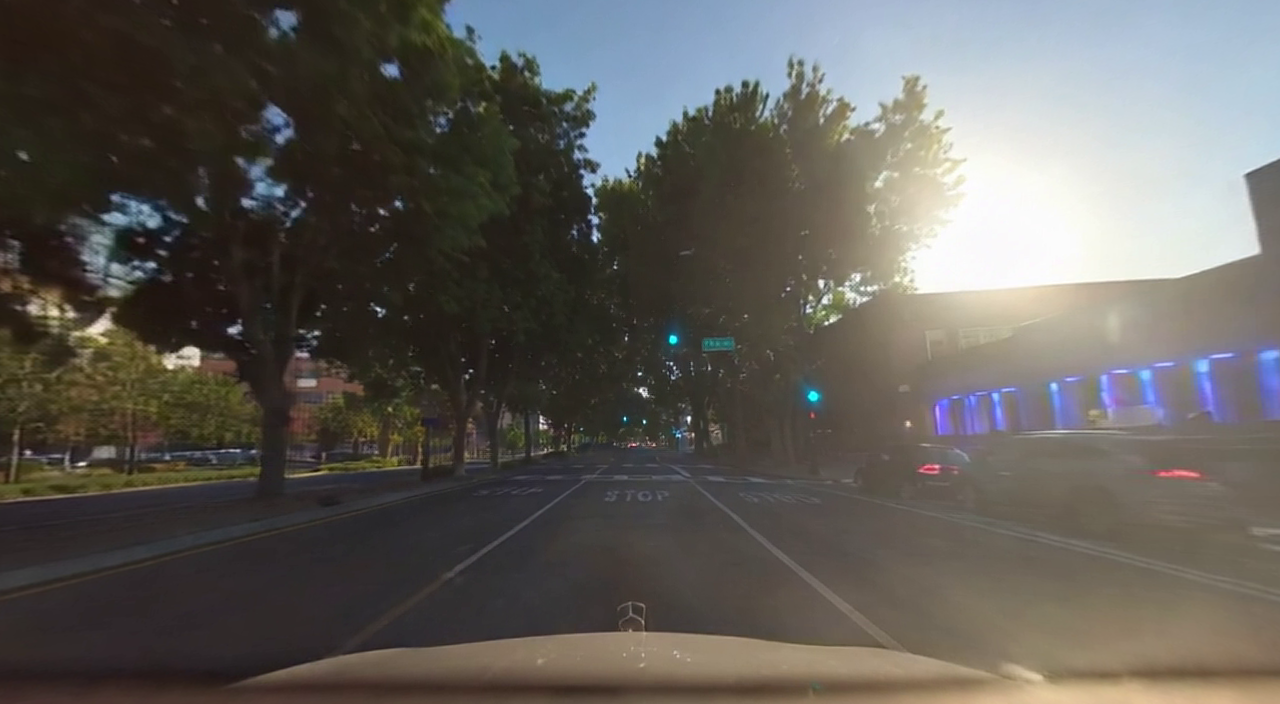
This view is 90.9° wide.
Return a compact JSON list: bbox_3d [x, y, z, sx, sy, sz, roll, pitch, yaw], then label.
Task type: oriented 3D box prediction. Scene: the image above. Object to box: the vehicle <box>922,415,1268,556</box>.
[{"bbox_3d":[6.587,1.969,10.086,1.980,1.675,4.854,-1,-8,2],"label":"vehicle"}]
